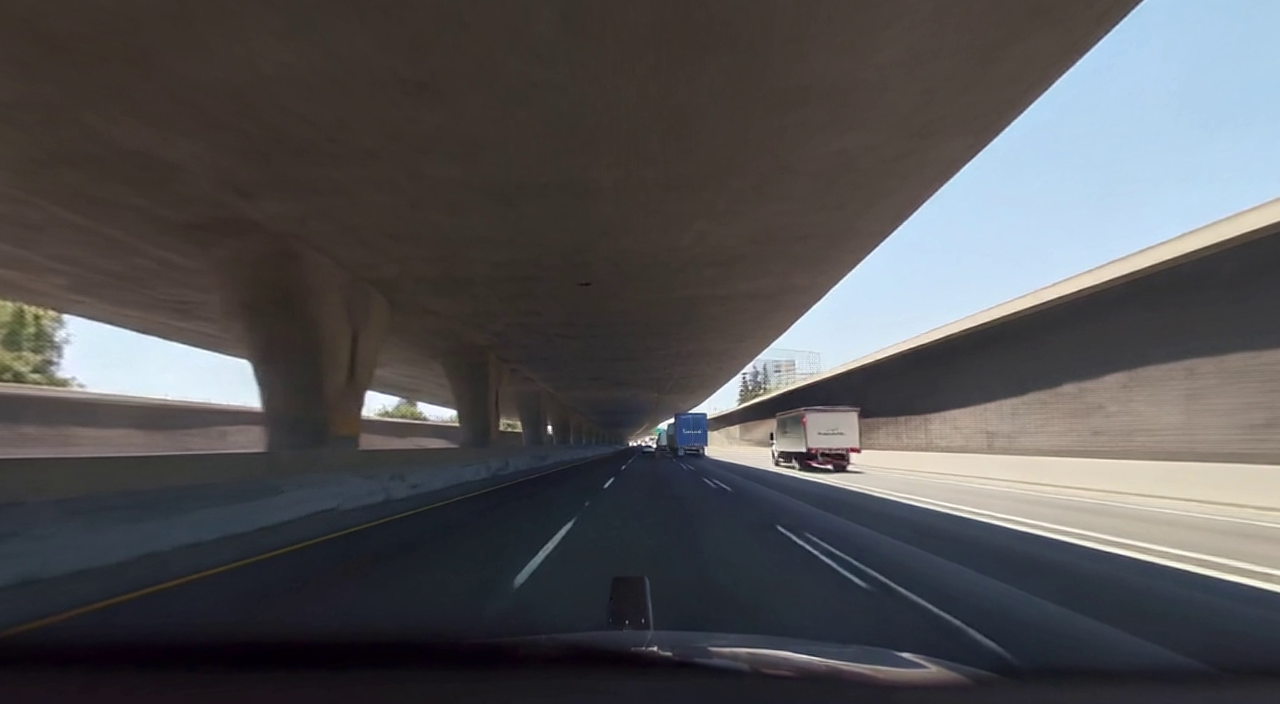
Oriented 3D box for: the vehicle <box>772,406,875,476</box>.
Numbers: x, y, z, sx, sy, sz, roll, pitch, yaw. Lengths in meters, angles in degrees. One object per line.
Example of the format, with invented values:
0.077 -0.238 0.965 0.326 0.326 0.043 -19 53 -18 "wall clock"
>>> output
7.973 4.002 28.400 2.474 2.730 7.349 0 -8 0 "vehicle"
